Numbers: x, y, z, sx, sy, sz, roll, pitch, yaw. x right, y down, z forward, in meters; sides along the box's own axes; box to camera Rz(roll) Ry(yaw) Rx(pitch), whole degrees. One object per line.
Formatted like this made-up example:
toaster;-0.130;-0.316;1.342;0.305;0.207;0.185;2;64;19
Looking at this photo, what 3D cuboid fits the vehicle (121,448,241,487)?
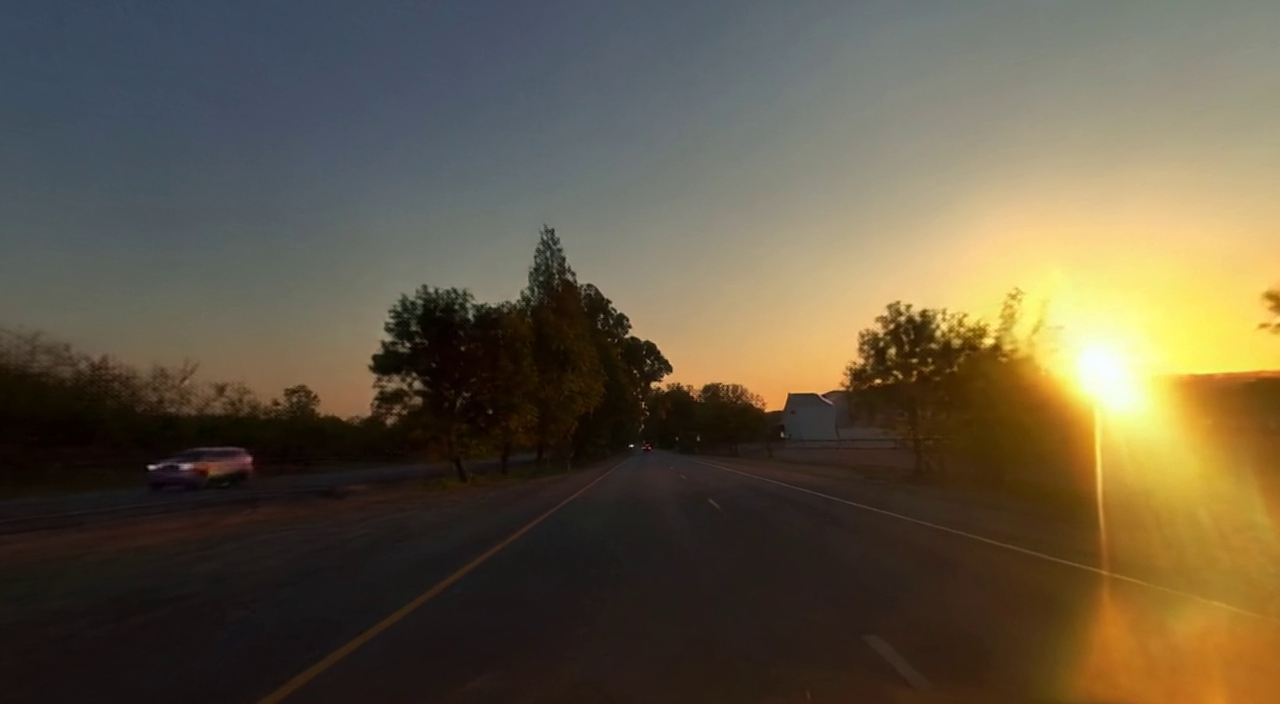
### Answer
vehicle;-21.246;5.340;29.479;1.991;1.618;4.648;-1;-8;1
